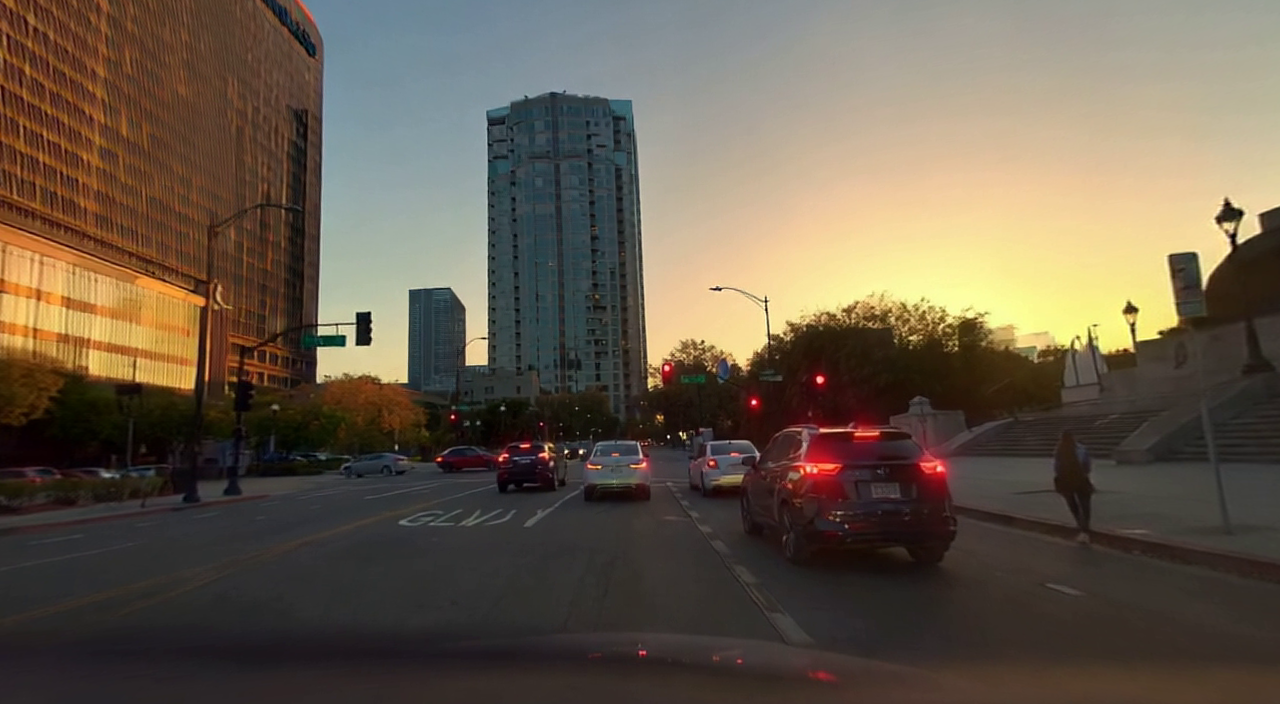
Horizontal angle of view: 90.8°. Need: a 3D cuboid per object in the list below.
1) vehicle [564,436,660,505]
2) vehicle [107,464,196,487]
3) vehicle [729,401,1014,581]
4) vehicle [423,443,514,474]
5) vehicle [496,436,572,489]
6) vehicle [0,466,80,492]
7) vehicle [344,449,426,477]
[{"bbox_3d":[-0.642,2.918,16.000,2.096,1.492,4.071,0,-8,-1],"label":"vehicle"},{"bbox_3d":[-32.359,8.172,41.925,4.392,1.427,1.764,0,-9,-1],"label":"vehicle"},{"bbox_3d":[2.611,1.703,8.541,2.096,1.775,4.440,0,-8,-1],"label":"vehicle"},{"bbox_3d":[-10.238,6.325,37.746,4.855,1.769,2.071,4,-9,-26],"label":"vehicle"},{"bbox_3d":[-3.611,3.847,22.408,2.045,1.633,4.864,0,-8,-2],"label":"vehicle"},{"bbox_3d":[-40.214,8.427,41.961,4.224,1.622,1.808,0,-9,-1],"label":"vehicle"},{"bbox_3d":[-16.935,7.372,42.187,1.953,1.752,4.612,-7,-11,39],"label":"vehicle"}]
